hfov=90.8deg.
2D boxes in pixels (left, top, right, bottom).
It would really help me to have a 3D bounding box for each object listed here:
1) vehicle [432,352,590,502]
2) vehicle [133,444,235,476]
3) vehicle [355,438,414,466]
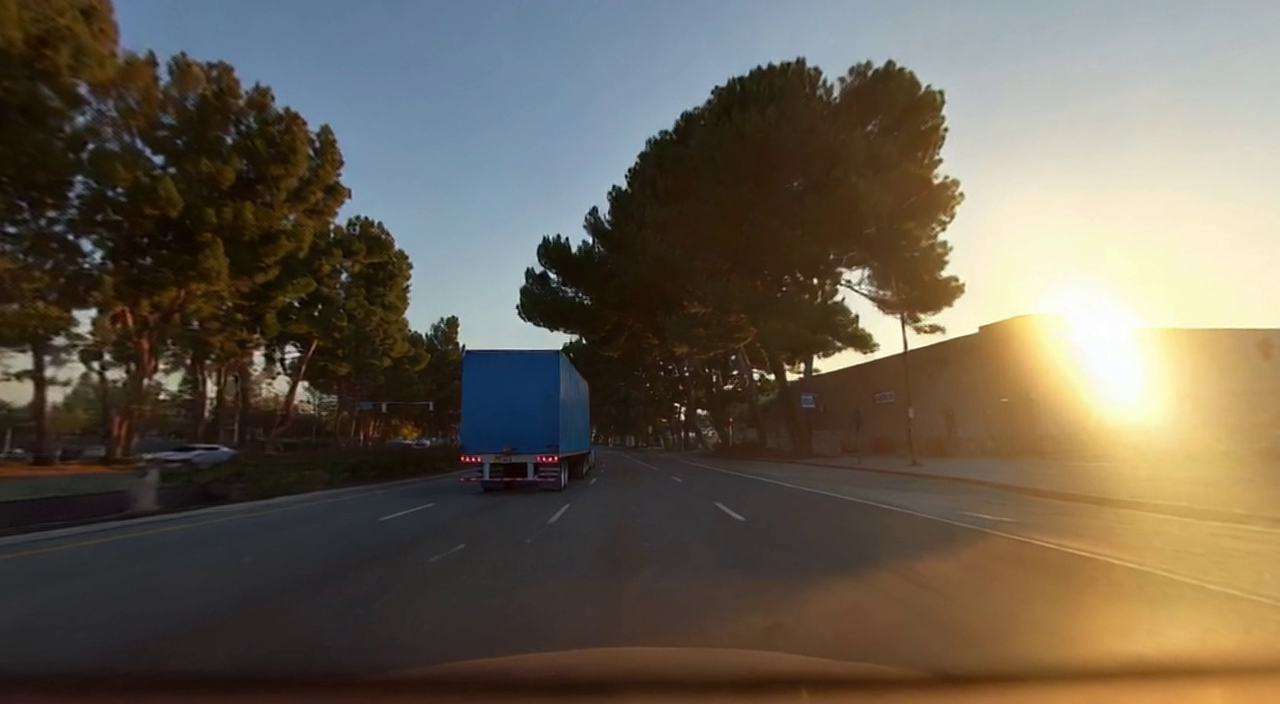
[{"bbox_3d":[-3.247,2.304,18.609,2.910,3.419,8.376,0,-8,0],"label":"vehicle"},{"bbox_3d":[-22.150,5.223,30.942,1.875,1.436,4.365,0,-8,-3],"label":"vehicle"},{"bbox_3d":[-16.234,6.391,40.396,2.157,1.680,4.524,0,-9,-4],"label":"vehicle"}]
